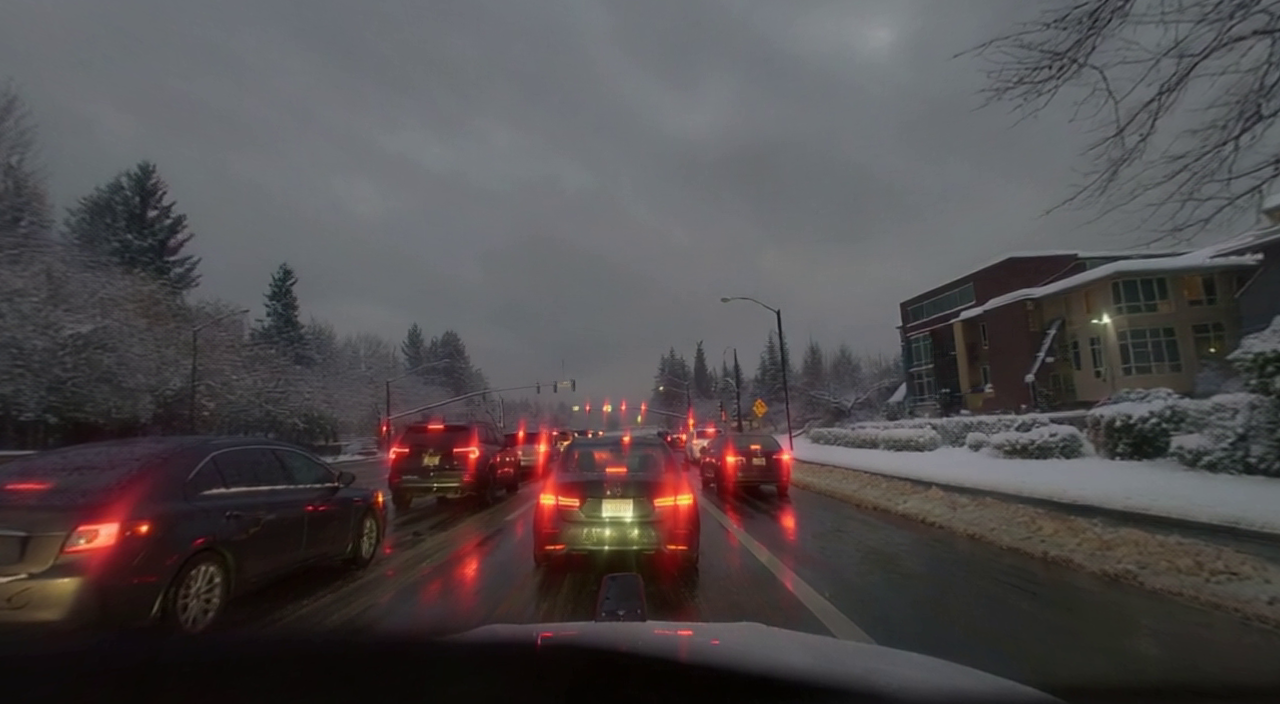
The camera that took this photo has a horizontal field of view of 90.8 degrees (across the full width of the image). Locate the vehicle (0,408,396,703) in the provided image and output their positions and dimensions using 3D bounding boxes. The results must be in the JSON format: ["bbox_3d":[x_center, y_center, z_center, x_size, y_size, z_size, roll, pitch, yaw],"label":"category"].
[{"bbox_3d":[-3.862,1.329,5.263,1.985,1.467,4.224,0,-9,-1],"label":"vehicle"}]

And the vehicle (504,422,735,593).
[{"bbox_3d":[-0.234,1.658,7.616,2.007,1.467,4.059,0,-8,-2],"label":"vehicle"}]

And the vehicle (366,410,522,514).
[{"bbox_3d":[-4.032,2.348,13.912,2.054,1.881,4.469,0,-8,-1],"label":"vehicle"}]

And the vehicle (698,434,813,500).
[{"bbox_3d":[2.804,2.901,16.420,1.978,1.452,4.381,0,-8,-3],"label":"vehicle"}]
